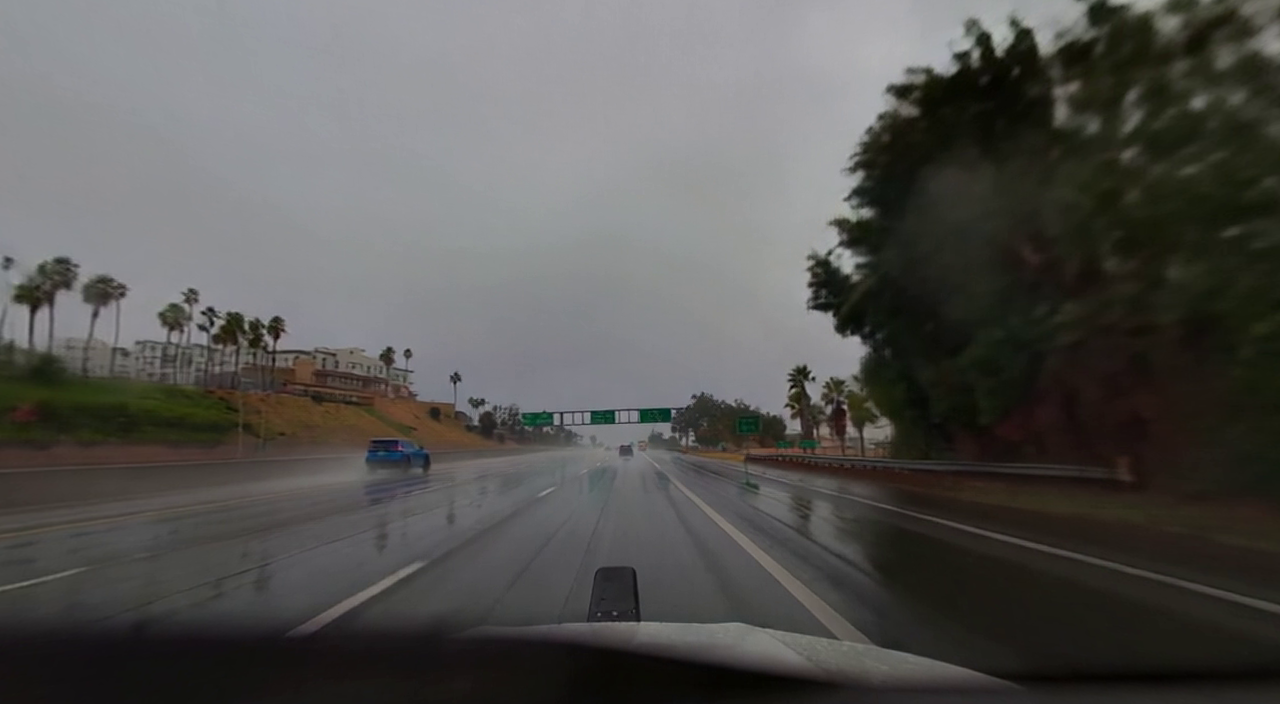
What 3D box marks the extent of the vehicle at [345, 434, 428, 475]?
[{"bbox_3d":[-11.833,4.821,29.844,2.016,1.754,4.543,0,-8,0],"label":"vehicle"}]
